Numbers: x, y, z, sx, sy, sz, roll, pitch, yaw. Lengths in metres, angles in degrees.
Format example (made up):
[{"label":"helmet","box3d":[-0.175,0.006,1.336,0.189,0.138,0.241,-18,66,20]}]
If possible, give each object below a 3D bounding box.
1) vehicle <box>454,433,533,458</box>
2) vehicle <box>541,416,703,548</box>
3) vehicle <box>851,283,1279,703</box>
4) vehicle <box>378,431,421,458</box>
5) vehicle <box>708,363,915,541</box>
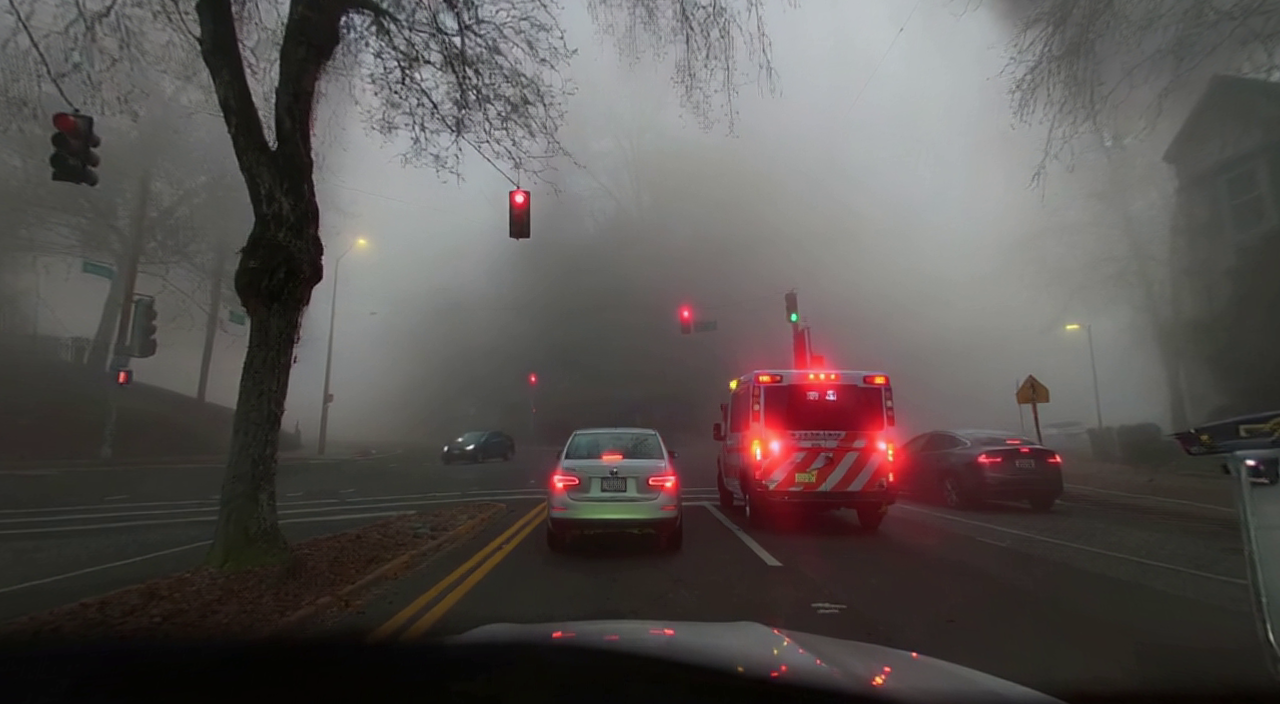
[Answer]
[{"label":"vehicle","box3d":[-9.338,5.996,40.480,4.531,1.492,1.951,8,-12,-44]},{"label":"vehicle","box3d":[-0.277,1.975,10.206,2.114,1.707,3.725,0,-8,-1]},{"label":"vehicle","box3d":[2.849,0.892,2.846,2.194,1.820,4.652,0,-8,0]},{"label":"vehicle","box3d":[-17.737,6.880,46.888,2.246,1.880,4.454,1,-8,-12]},{"label":"vehicle","box3d":[2.883,1.900,12.387,2.406,2.687,5.521,0,-8,-1]}]
